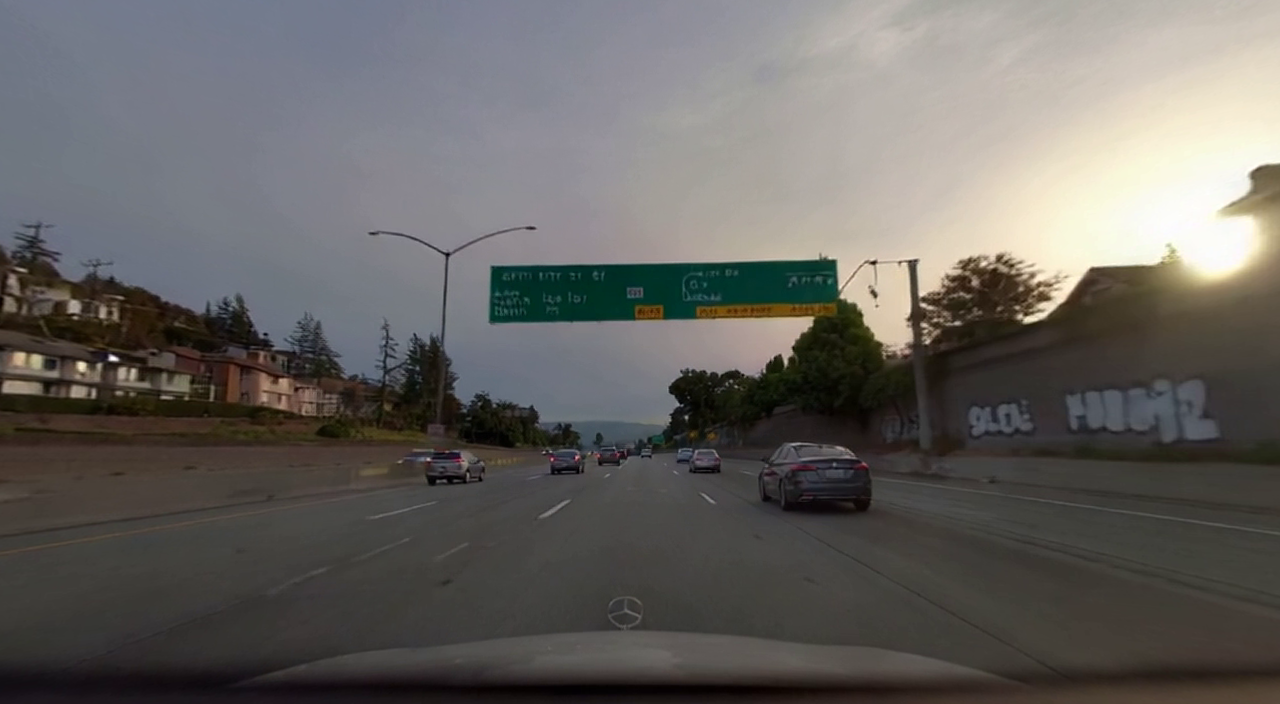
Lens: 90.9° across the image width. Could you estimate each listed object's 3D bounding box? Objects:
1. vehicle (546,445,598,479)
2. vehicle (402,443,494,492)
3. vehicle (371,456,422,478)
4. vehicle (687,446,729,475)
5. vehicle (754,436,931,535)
[{"bbox_3d":[-3.384,5.533,32.109,2.136,1.571,4.285,0,-8,1],"label":"vehicle"},{"bbox_3d":[-7.225,4.366,24.245,2.057,1.681,4.277,0,-8,1],"label":"vehicle"},{"bbox_3d":[-18.635,8.794,48.453,1.959,1.483,4.641,-1,-8,2],"label":"vehicle"},{"bbox_3d":[3.697,5.930,34.702,1.854,1.438,3.954,0,-8,0],"label":"vehicle"},{"bbox_3d":[3.547,2.391,11.988,1.912,1.509,4.291,0,-8,0],"label":"vehicle"}]
